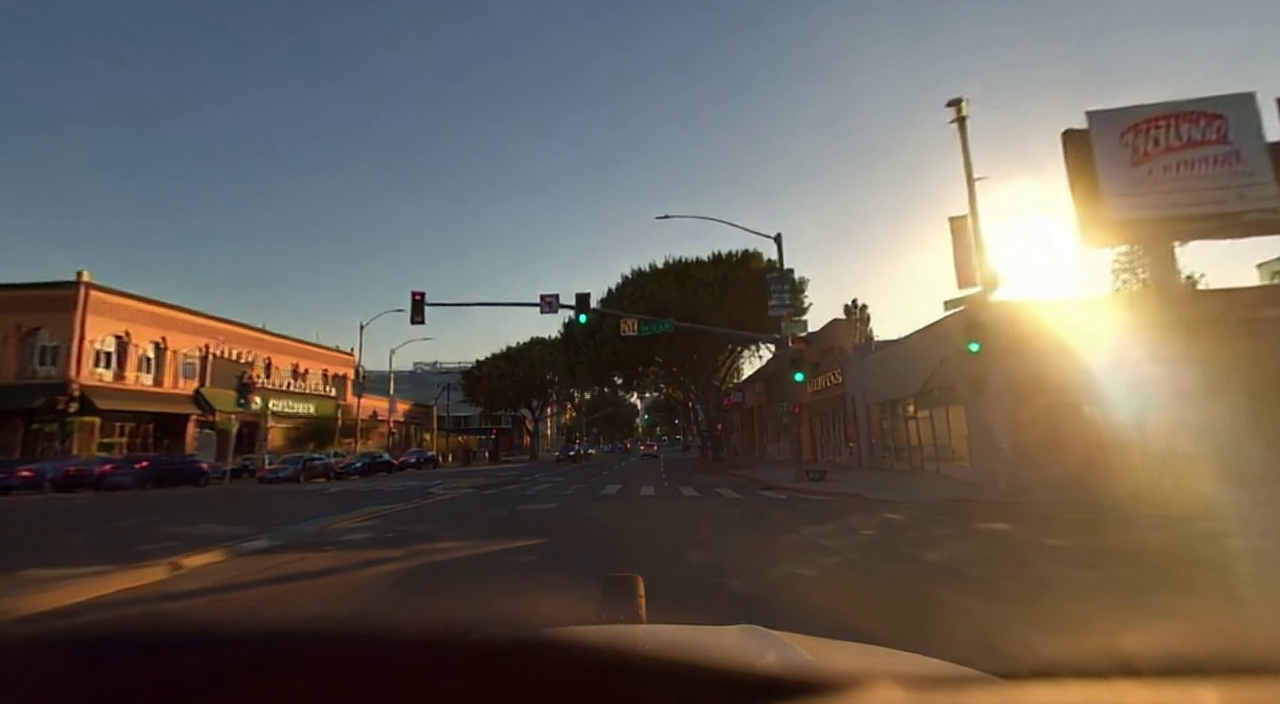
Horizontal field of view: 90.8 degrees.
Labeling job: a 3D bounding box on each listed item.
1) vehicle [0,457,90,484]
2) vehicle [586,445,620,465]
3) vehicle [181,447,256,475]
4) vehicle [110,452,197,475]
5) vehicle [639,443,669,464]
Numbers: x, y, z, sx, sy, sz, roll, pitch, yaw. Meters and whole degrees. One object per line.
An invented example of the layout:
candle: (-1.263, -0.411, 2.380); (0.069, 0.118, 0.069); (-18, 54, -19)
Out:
vehicle: (-35.422, 6.867, 36.890); (1.826, 1.432, 4.530); (-5, -10, 29)
vehicle: (-2.634, 7.514, 46.197); (1.962, 1.420, 4.021); (-1, -9, 4)
vehicle: (-28.269, 7.263, 42.455); (1.643, 1.755, 3.666); (-5, -10, 34)
vehicle: (-34.509, 7.902, 44.958); (1.802, 1.549, 4.439); (-5, -10, 27)
vehicle: (1.053, 7.722, 48.105); (2.168, 1.545, 4.047); (0, -9, 1)
